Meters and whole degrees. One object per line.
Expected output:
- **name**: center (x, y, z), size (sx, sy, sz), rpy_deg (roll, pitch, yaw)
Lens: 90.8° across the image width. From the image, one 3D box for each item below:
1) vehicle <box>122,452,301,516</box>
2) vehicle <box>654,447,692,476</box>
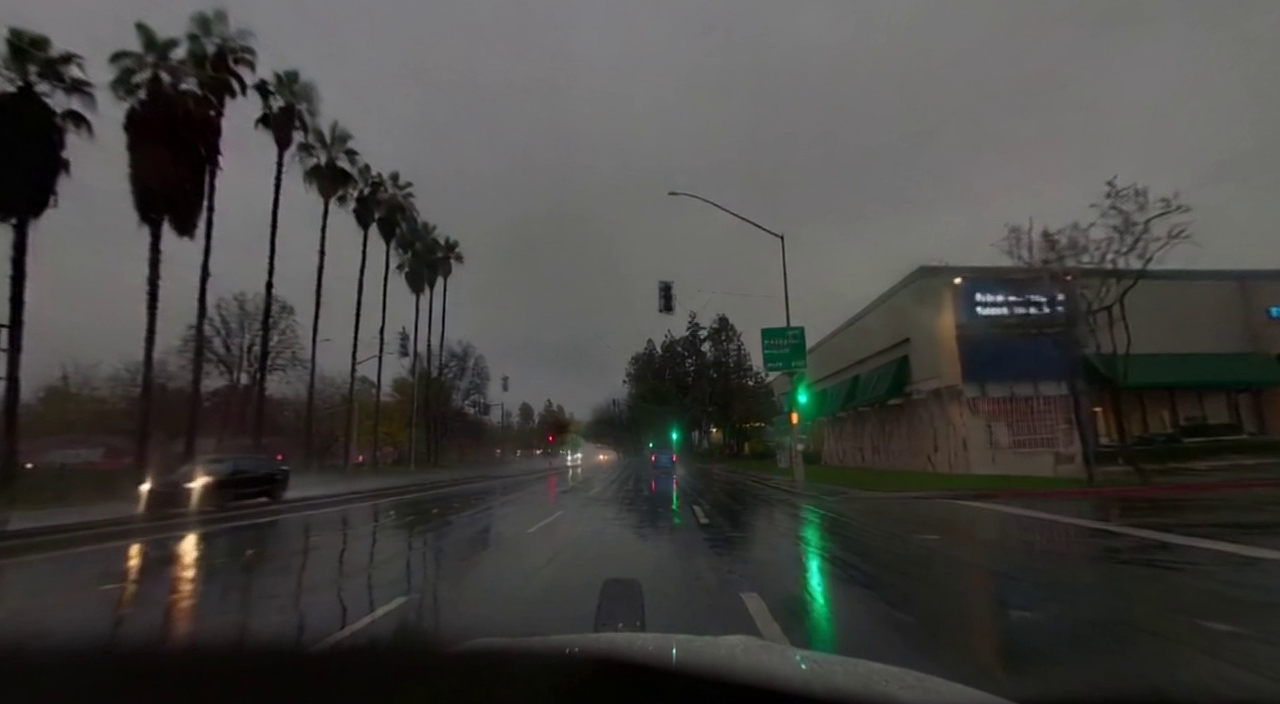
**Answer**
- **vehicle**: center (-11.492, 3.527, 17.369), size (2.033, 1.494, 4.048), rpy_deg (0, -8, 1)
- **vehicle**: center (1.918, 6.534, 37.987), size (1.969, 1.555, 4.431), rpy_deg (0, -8, 0)
